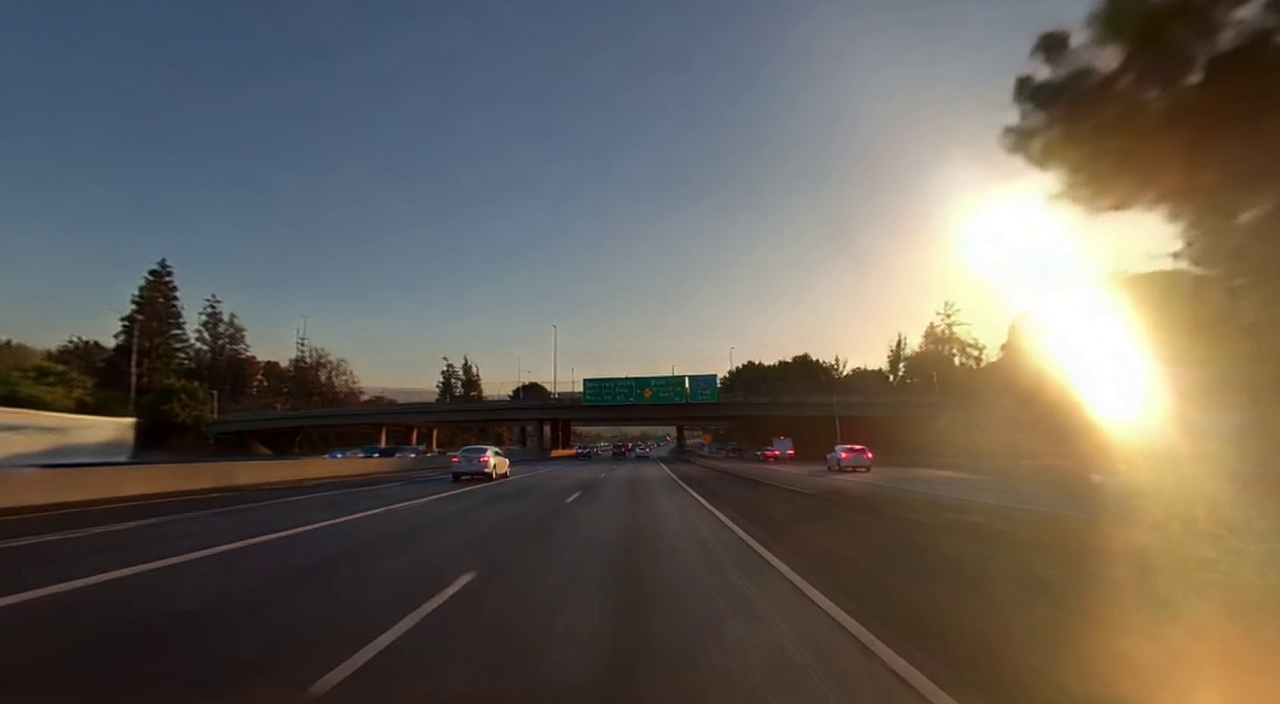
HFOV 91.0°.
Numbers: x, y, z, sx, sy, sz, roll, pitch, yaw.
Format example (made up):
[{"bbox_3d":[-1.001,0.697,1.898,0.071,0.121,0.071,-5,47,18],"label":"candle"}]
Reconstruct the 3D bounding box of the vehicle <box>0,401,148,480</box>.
[{"bbox_3d":[-35.600,4.953,35.161,2.945,4.146,16.562,0,-8,0],"label":"vehicle"}]

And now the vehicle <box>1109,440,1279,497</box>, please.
[{"bbox_3d":[17.934,3.695,20.396,2.012,1.601,4.565,0,-8,1],"label":"vehicle"}]

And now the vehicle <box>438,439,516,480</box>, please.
[{"bbox_3d":[-6.422,4.274,25.339,1.985,1.513,4.172,0,-8,1],"label":"vehicle"}]
